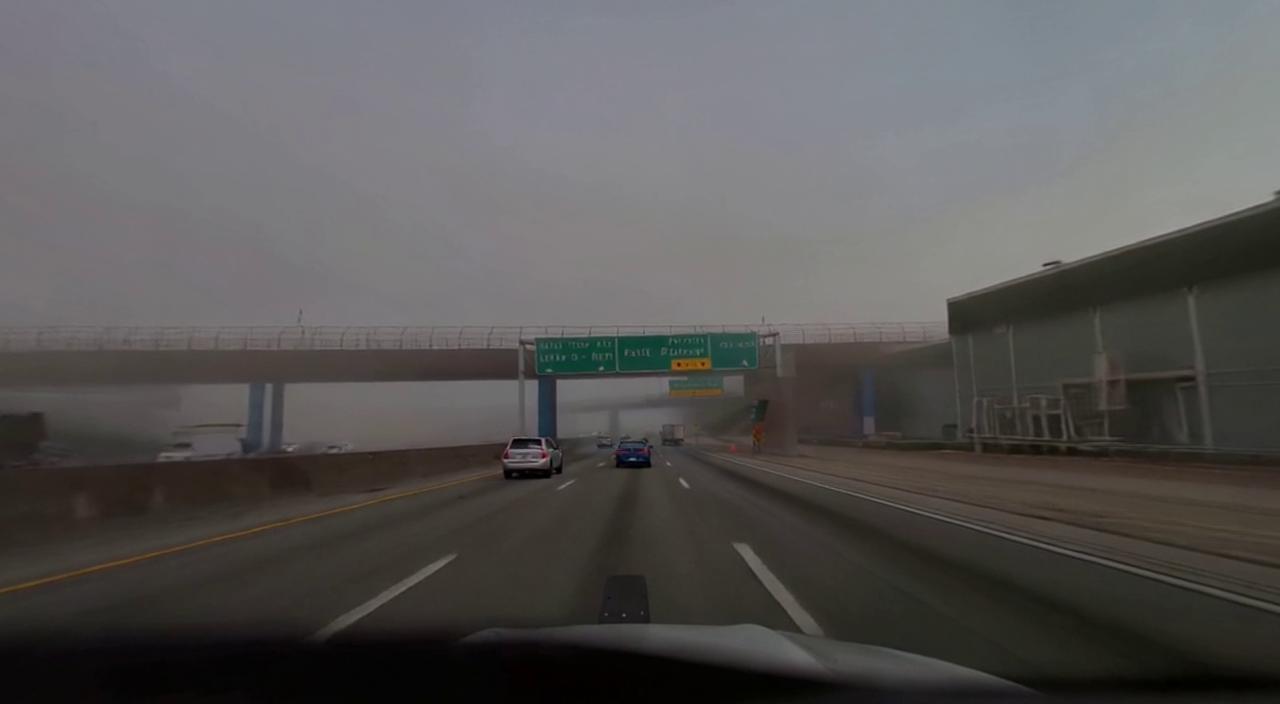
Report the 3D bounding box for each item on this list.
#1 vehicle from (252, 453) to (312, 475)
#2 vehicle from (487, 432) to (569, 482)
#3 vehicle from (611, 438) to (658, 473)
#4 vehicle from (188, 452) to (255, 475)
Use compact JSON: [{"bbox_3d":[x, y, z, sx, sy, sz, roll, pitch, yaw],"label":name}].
[{"bbox_3d":[-28.063,8.753,49.590,1.869,1.537,4.731,0,-8,1],"label":"vehicle"},{"bbox_3d":[-3.857,3.695,22.547,2.064,1.589,4.213,0,-8,1],"label":"vehicle"},{"bbox_3d":[-0.201,4.387,27.028,1.877,1.386,3.872,0,-8,0],"label":"vehicle"},{"bbox_3d":[-31.873,8.457,48.220,1.938,1.598,4.624,0,-8,1],"label":"vehicle"}]
